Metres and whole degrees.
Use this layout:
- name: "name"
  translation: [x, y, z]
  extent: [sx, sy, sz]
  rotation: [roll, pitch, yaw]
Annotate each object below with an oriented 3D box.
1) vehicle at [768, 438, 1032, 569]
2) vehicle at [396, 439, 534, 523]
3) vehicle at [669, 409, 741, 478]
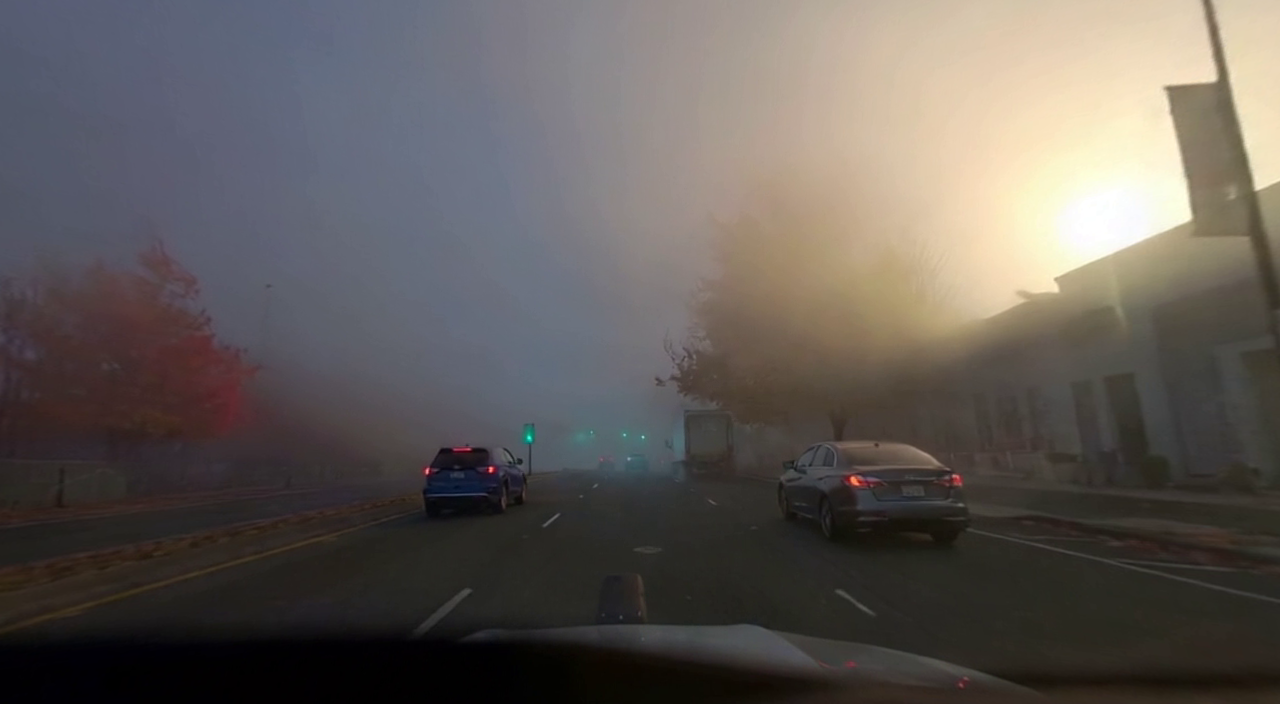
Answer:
- name: "vehicle"
  translation: [3.444, 2.088, 9.643]
  extent: [1.915, 1.449, 4.970]
  rotation: [0, -8, 0]
- name: "vehicle"
  translation: [-3.637, 2.746, 14.021]
  extent: [1.751, 1.540, 4.481]
  rotation: [0, -8, 1]
- name: "vehicle"
  translation: [3.765, 5.748, 39.544]
  extent: [3.003, 3.680, 10.684]
  rotation: [0, -8, -2]
